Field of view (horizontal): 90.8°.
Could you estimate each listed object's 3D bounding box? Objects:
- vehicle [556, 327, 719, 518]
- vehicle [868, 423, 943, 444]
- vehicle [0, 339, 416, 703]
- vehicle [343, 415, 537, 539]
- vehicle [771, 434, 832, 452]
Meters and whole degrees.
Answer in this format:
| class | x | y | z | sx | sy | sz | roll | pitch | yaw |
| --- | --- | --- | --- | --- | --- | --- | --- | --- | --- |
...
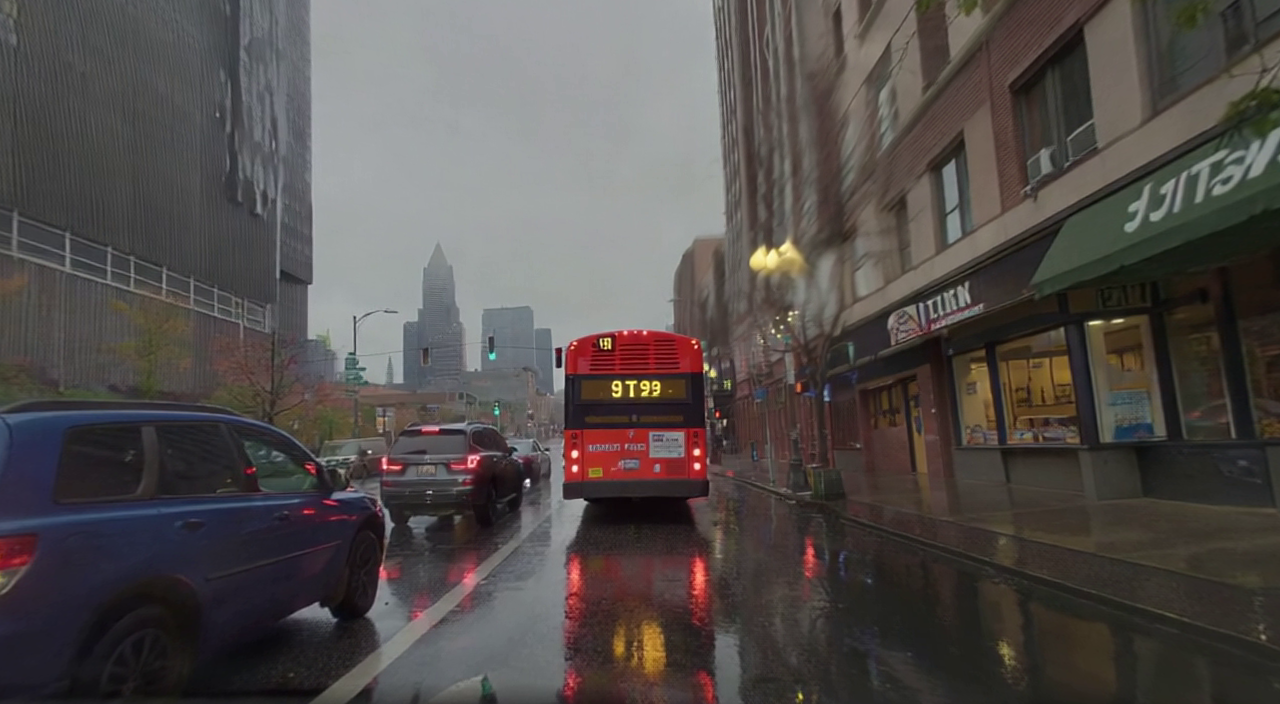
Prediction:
| class | x | y | z | sx | sy | sz | roll | pitch | yaw |
| --- | --- | --- | --- | --- | --- | --- | --- | --- | --- |
| vehicle | -0.305 | 1.999 | 16.557 | 2.938 | 3.468 | 9.972 | 0 | -8 | -3 |
| vehicle | 19.794 | 6.114 | 47.214 | 4.827 | 1.555 | 1.863 | 1 | -9 | -6 |
| vehicle | -3.222 | 1.096 | 3.974 | 2.020 | 1.725 | 4.384 | 0 | -8 | 0 |
| vehicle | -3.352 | 2.209 | 11.783 | 2.096 | 1.828 | 4.669 | 0 | -8 | 0 |
| vehicle | 11.904 | 6.740 | 46.667 | 3.949 | 1.337 | 1.738 | 0 | -9 | -3 |
